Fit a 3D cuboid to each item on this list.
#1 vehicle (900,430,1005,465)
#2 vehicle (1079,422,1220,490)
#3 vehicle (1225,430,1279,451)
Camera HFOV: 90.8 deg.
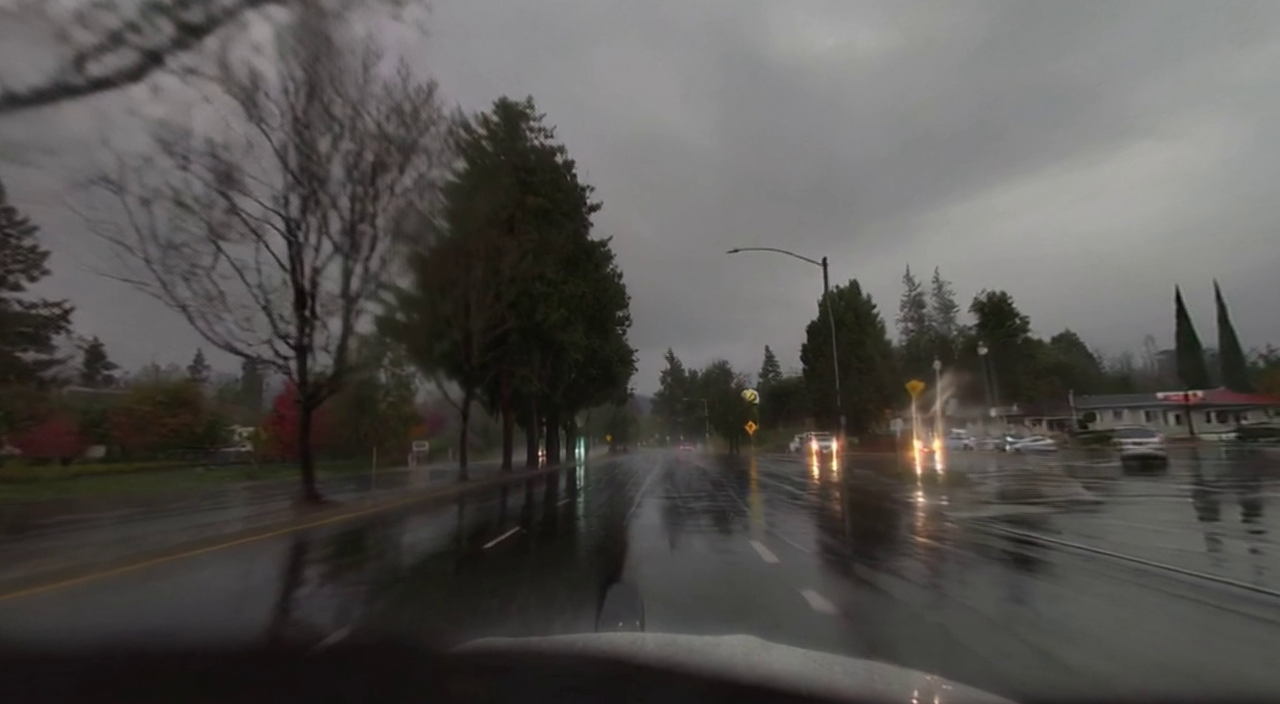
[{"bbox_3d":[17.009,5.221,34.521,4.543,1.838,2.127,0,-9,-5],"label":"vehicle"},{"bbox_3d":[13.474,2.775,16.594,4.744,1.475,2.008,9,-16,-42],"label":"vehicle"},{"bbox_3d":[44.943,6.256,44.759,1.862,1.435,4.862,1,-9,-11],"label":"vehicle"}]
